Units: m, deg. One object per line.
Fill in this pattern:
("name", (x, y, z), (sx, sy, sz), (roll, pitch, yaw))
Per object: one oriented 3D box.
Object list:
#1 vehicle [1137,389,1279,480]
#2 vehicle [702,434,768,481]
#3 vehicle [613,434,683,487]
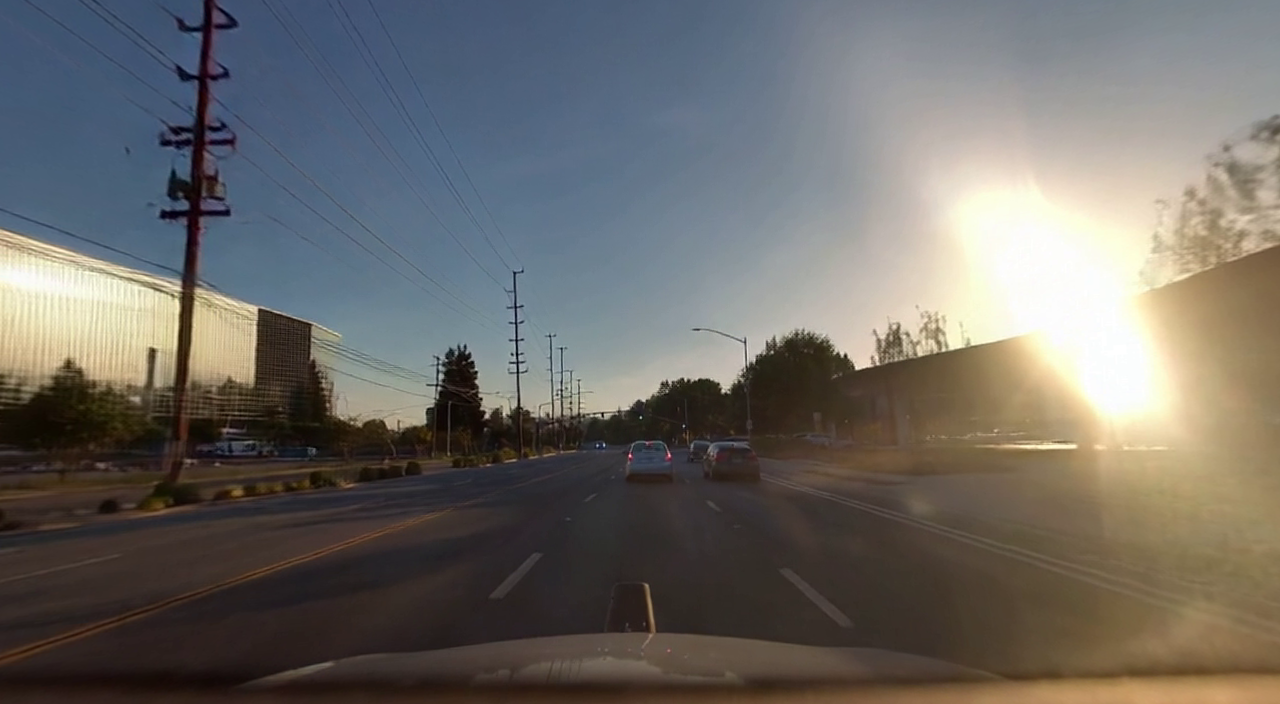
("vehicle", (14.452, 1.926, 14.594), (2.011, 1.893, 4.645), (0, -8, -1))
("vehicle", (3.618, 4.109, 24.799), (1.914, 1.698, 4.049), (0, -8, 0))
("vehicle", (0.246, 3.727, 21.987), (2.200, 1.653, 4.127), (0, -8, 0))
